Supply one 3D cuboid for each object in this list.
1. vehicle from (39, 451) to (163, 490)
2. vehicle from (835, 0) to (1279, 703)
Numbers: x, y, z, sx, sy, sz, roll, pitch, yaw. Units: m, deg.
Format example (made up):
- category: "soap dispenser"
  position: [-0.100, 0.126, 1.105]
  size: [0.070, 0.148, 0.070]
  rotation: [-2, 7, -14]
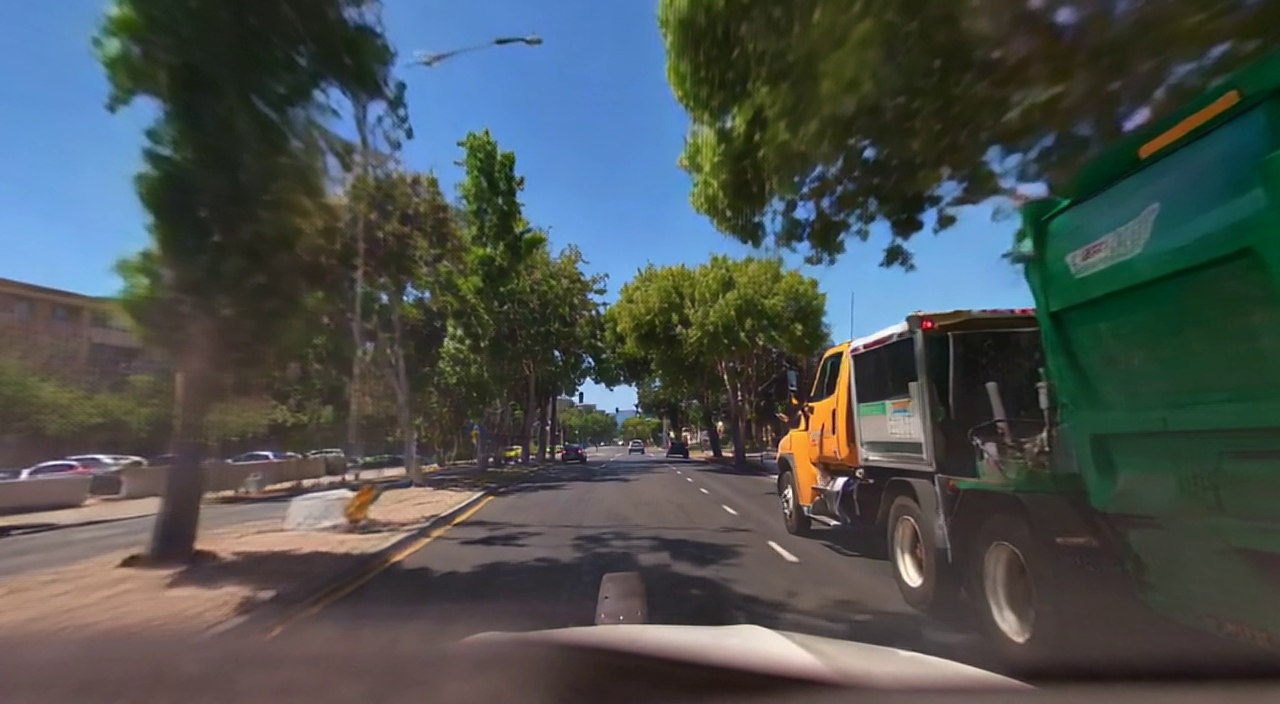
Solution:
- category: "vehicle"
  position: [-28.155, 6.239, 33.257]
  size: [1.978, 1.781, 4.917]
  rotation: [-3, -11, 3]
- category: "vehicle"
  position: [3.849, -0.028, 2.371]
  size: [2.731, 3.407, 10.262]
  rotation: [0, -9, -1]
